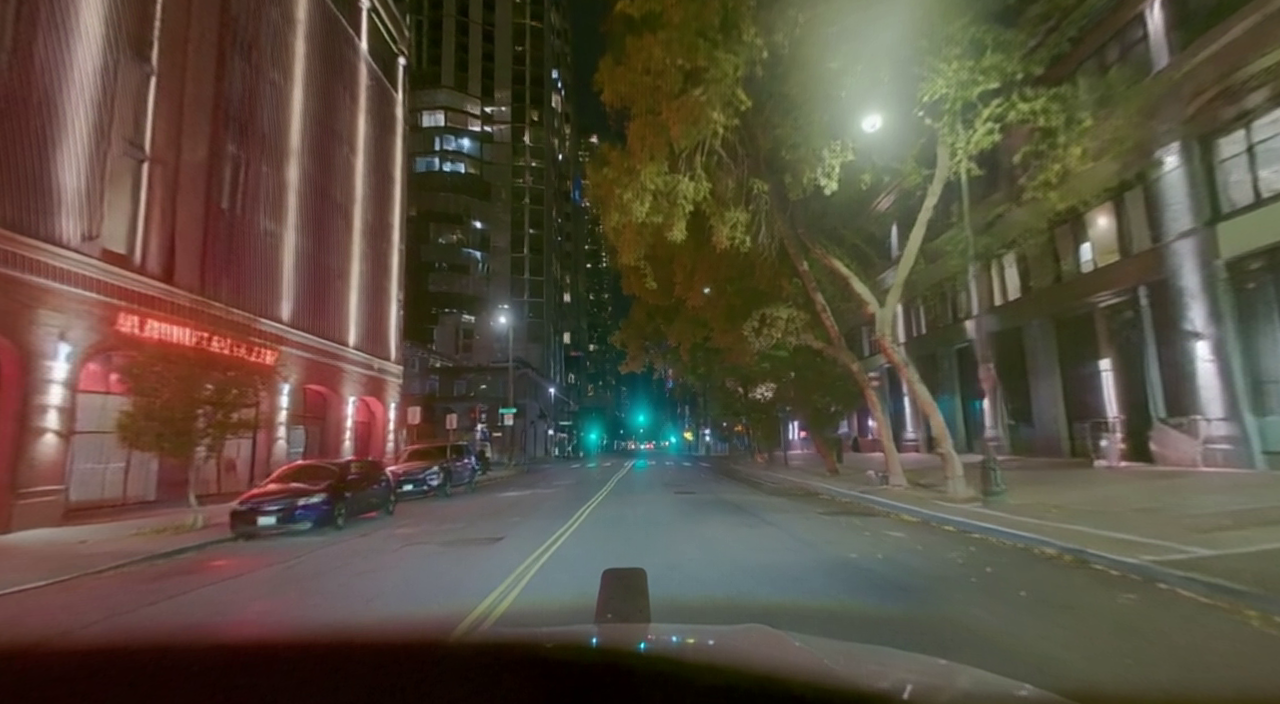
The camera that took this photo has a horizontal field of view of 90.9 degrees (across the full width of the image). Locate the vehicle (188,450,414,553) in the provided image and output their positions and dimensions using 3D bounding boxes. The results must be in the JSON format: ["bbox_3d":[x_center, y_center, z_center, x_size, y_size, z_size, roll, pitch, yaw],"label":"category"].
[{"bbox_3d":[-6.718,2.942,13.308,2.270,1.539,4.855,-4,-8,-2],"label":"vehicle"}]

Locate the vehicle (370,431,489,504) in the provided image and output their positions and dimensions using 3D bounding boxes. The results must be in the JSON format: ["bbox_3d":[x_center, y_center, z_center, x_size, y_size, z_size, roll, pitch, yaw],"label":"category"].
[{"bbox_3d":[-6.528,3.616,20.192,2.273,1.871,4.920,-4,-8,-2],"label":"vehicle"}]
